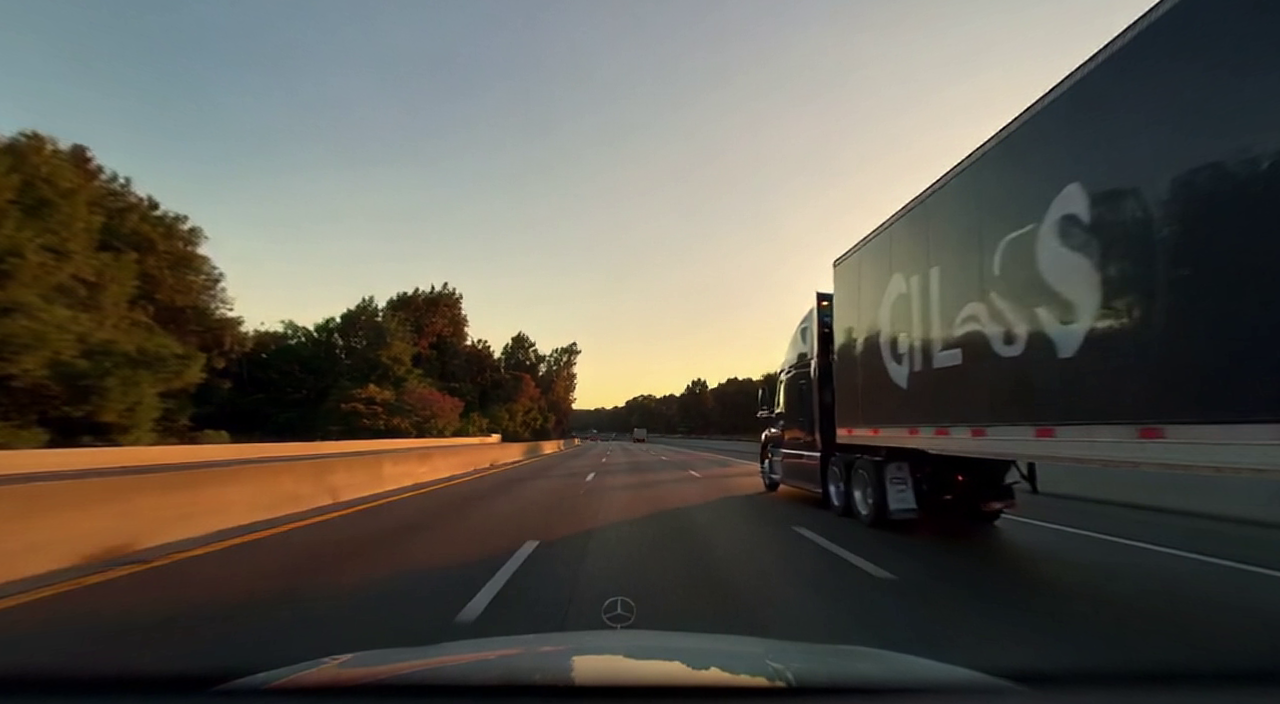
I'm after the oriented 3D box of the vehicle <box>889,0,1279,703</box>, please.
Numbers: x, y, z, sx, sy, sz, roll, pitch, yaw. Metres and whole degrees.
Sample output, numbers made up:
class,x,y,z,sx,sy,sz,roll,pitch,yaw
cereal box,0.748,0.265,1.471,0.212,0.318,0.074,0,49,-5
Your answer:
class,x,y,z,sx,sy,sz,roll,pitch,yaw
vehicle,4.560,-0.274,2.916,2.932,4.022,8.803,0,-8,-2
